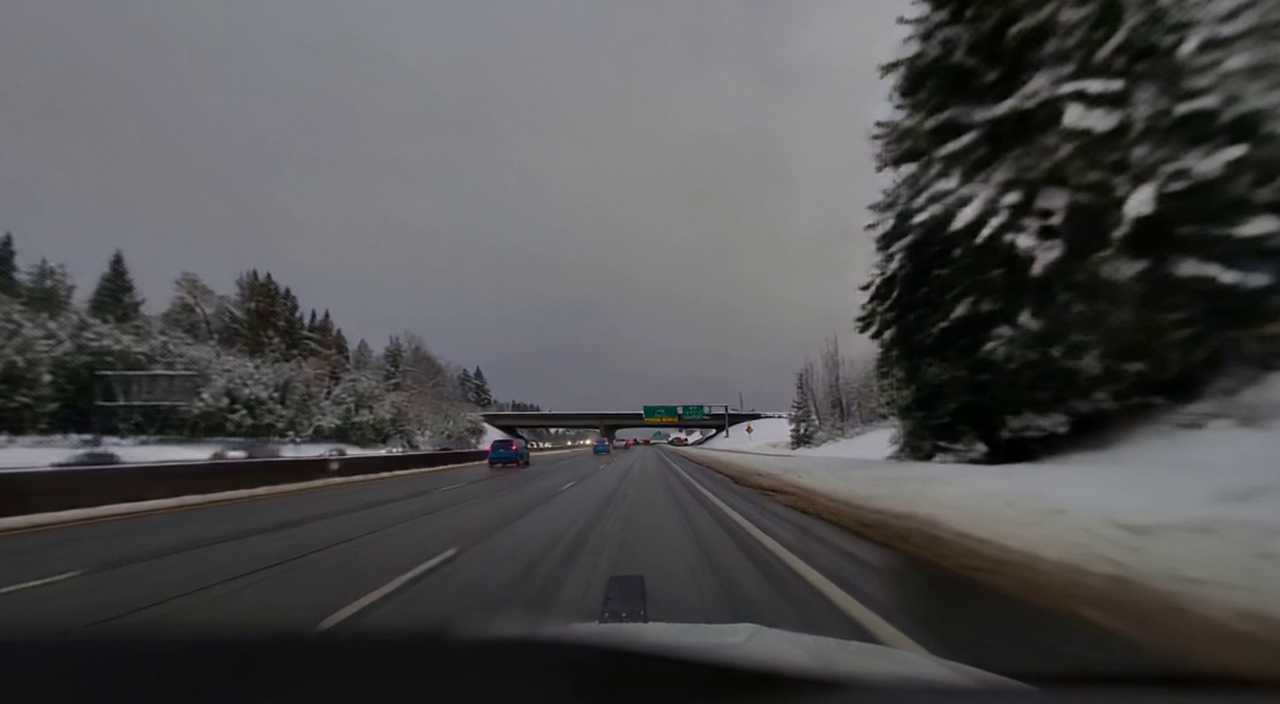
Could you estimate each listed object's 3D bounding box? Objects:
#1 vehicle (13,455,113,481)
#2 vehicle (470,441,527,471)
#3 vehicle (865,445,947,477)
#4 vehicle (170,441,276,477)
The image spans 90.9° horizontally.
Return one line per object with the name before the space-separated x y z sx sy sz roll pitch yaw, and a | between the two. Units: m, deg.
vehicle | -37.193 7.474 40.822 1.815 1.467 4.660 -1 -8 5
vehicle | -7.424 5.486 33.608 1.987 1.486 4.174 0 -8 1
vehicle | 13.711 5.621 32.794 2.000 1.515 4.188 1 -8 -8
vehicle | -20.837 5.364 31.827 2.012 1.650 4.810 0 -8 1
